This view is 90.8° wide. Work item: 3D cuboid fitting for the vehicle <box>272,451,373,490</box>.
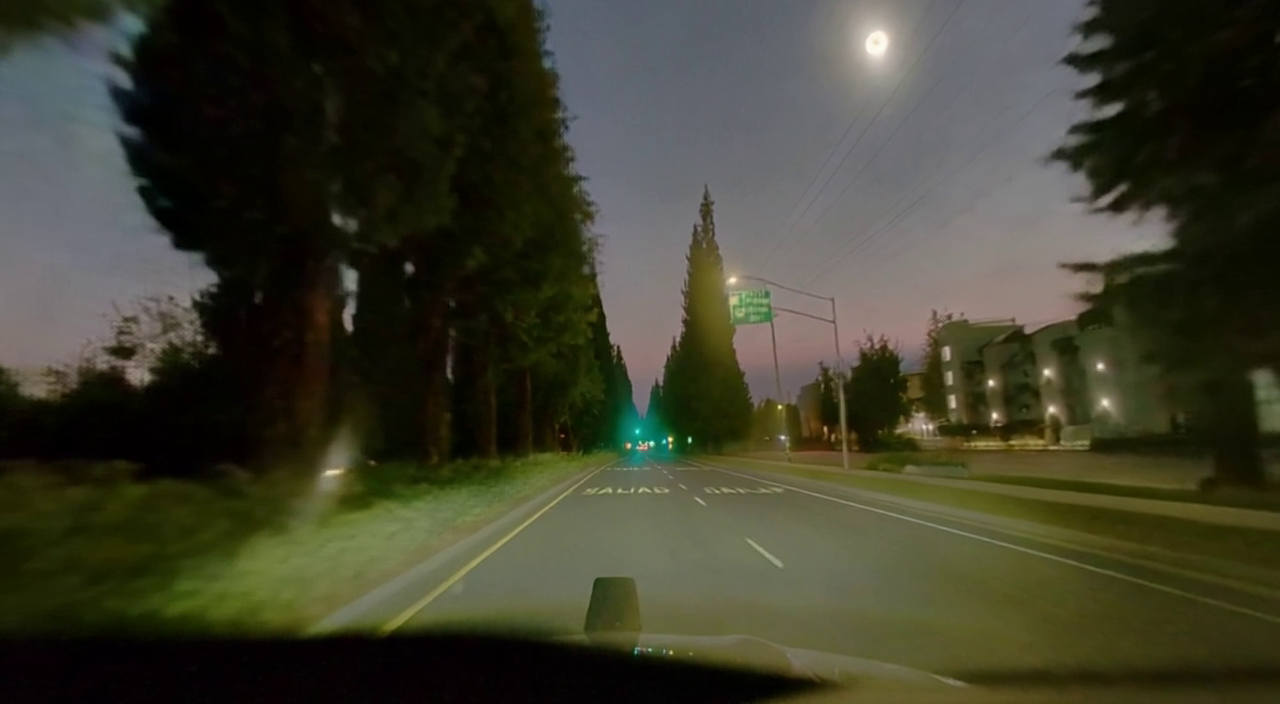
[{"bbox_3d":[-13.584,5.064,27.410,1.924,1.528,4.731,0,-9,0],"label":"vehicle"}]
